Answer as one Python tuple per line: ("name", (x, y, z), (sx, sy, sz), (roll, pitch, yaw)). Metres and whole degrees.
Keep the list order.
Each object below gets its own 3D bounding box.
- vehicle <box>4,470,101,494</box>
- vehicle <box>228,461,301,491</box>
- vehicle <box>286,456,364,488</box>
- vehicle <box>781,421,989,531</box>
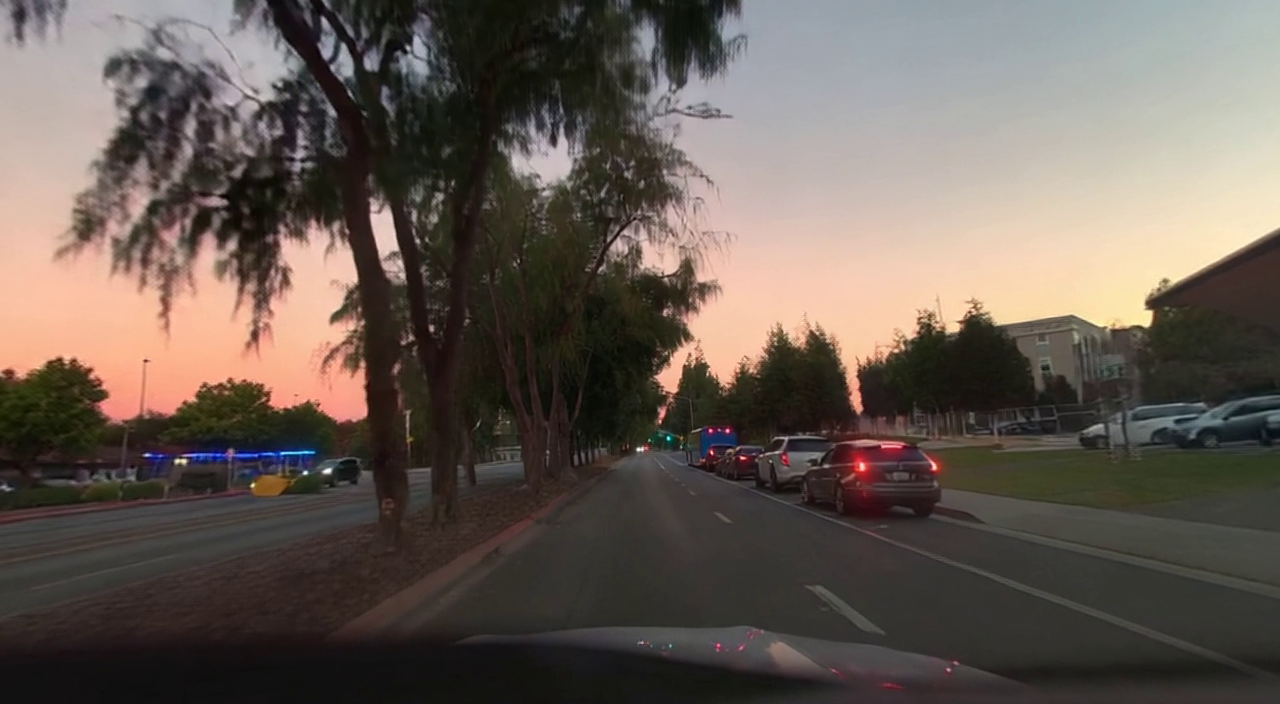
("vehicle", (-41.492, 9.197, 44.681), (4.609, 1.553, 2.129), (0, -9, -1))
("vehicle", (-28.818, 9.488, 48.561), (4.426, 1.782, 2.056), (-5, -8, 1))
("vehicle", (-19.570, 7.458, 39.577), (2.166, 1.804, 4.897), (-1, -8, 3))
("vehicle", (4.441, 2.329, 12.495), (2.094, 1.731, 4.763), (0, -8, -1))
